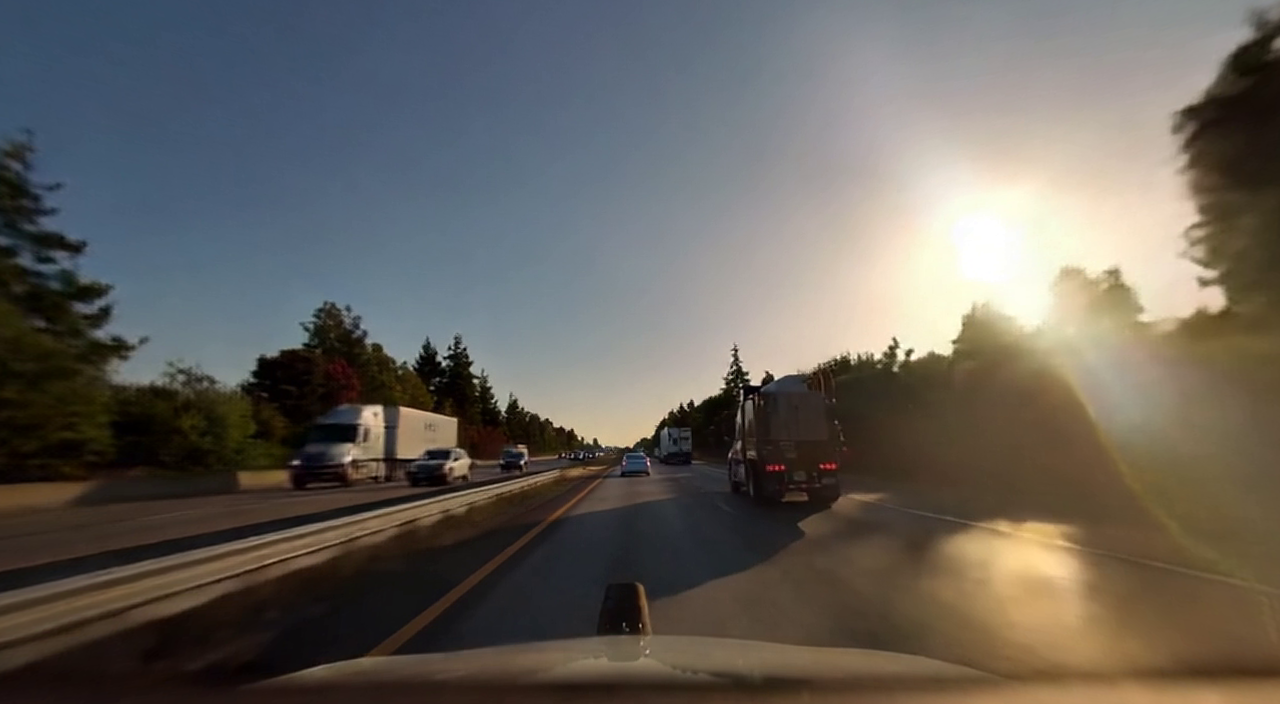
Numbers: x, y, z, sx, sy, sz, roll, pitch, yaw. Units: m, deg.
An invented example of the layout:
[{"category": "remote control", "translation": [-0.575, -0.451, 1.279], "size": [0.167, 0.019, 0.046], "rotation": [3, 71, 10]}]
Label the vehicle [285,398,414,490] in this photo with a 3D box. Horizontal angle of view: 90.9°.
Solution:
[{"category": "vehicle", "translation": [-13.169, 4.291, 29.240], "size": [3.006, 3.824, 5.867], "rotation": [0, -9, 0]}]

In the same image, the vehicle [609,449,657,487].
[{"category": "vehicle", "translation": [-0.299, 4.915, 27.015], "size": [1.939, 1.495, 3.612], "rotation": [0, -9, -1]}]

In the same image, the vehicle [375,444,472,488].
[{"category": "vehicle", "translation": [-8.501, 4.521, 25.303], "size": [2.065, 1.558, 5.029], "rotation": [0, -9, 0]}]

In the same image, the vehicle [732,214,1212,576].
[{"category": "vehicle", "translation": [4.628, 1.476, 13.977], "size": [2.842, 4.060, 13.939], "rotation": [0, -9, -1]}]

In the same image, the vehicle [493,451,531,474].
[{"category": "vehicle", "translation": [-8.857, 7.647, 43.767], "size": [1.848, 1.453, 3.640], "rotation": [0, -9, 0]}]
